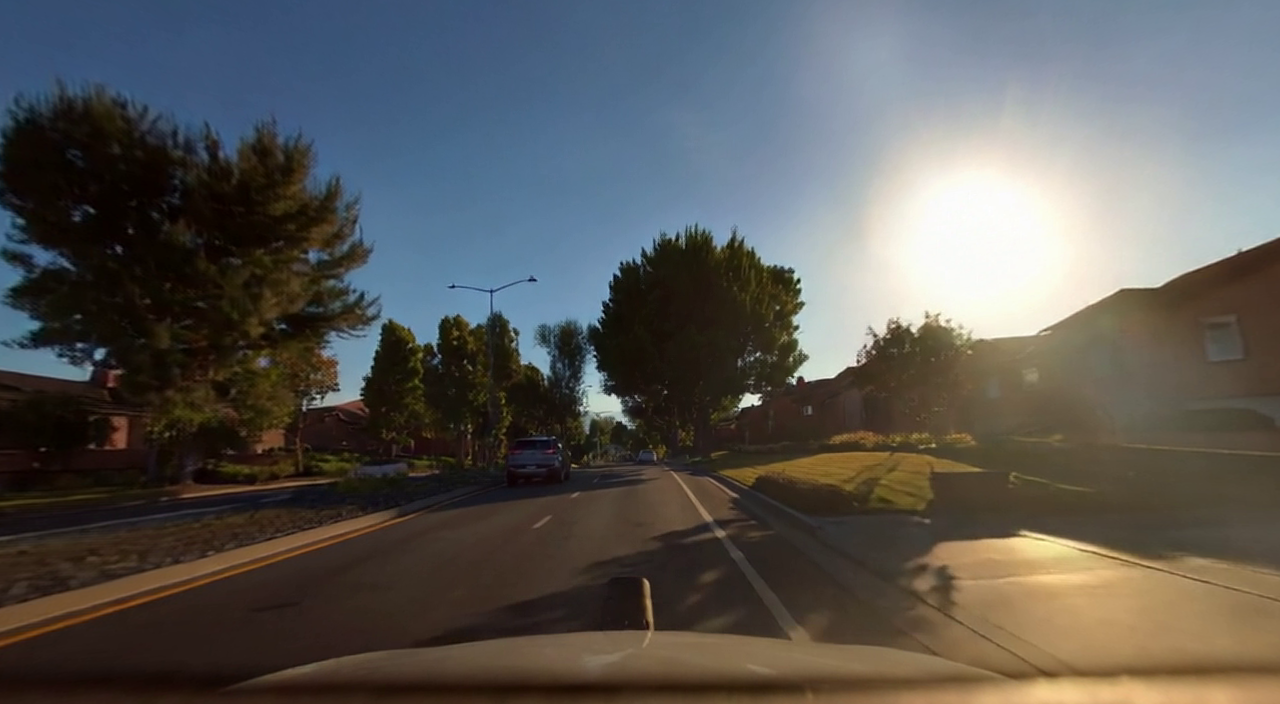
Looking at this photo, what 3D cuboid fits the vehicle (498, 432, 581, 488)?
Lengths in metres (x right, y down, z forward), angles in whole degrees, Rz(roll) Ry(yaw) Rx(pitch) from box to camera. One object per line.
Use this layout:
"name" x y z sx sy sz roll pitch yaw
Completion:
"vehicle" -3.396 3.736 22.158 2.073 1.770 4.302 0 -8 2
